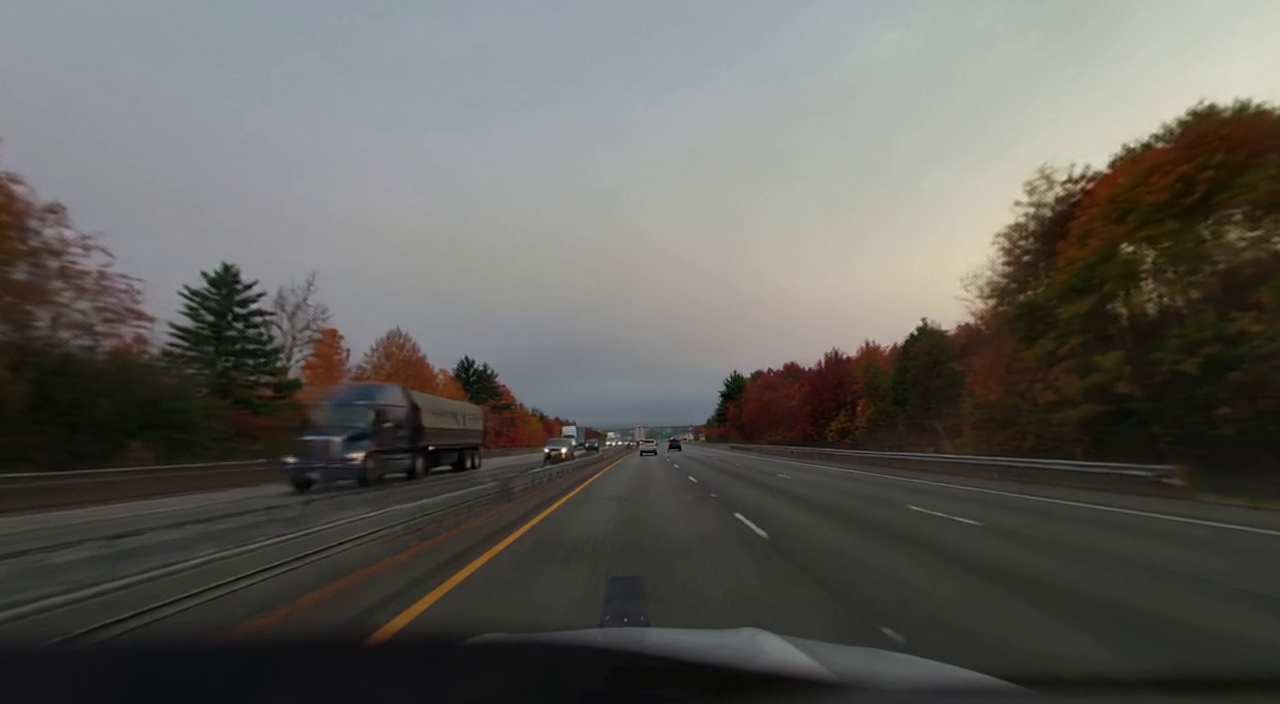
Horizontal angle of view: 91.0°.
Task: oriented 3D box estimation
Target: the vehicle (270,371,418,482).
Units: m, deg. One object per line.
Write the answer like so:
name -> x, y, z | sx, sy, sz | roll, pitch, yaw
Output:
vehicle -> -11.566, 3.058, 25.359 | 2.945, 3.941, 6.037 | 0, -8, -1

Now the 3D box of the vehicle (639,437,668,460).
vehicle -> 0.874, 6.663, 43.593 | 1.924, 1.498, 3.817 | 0, -8, 0
